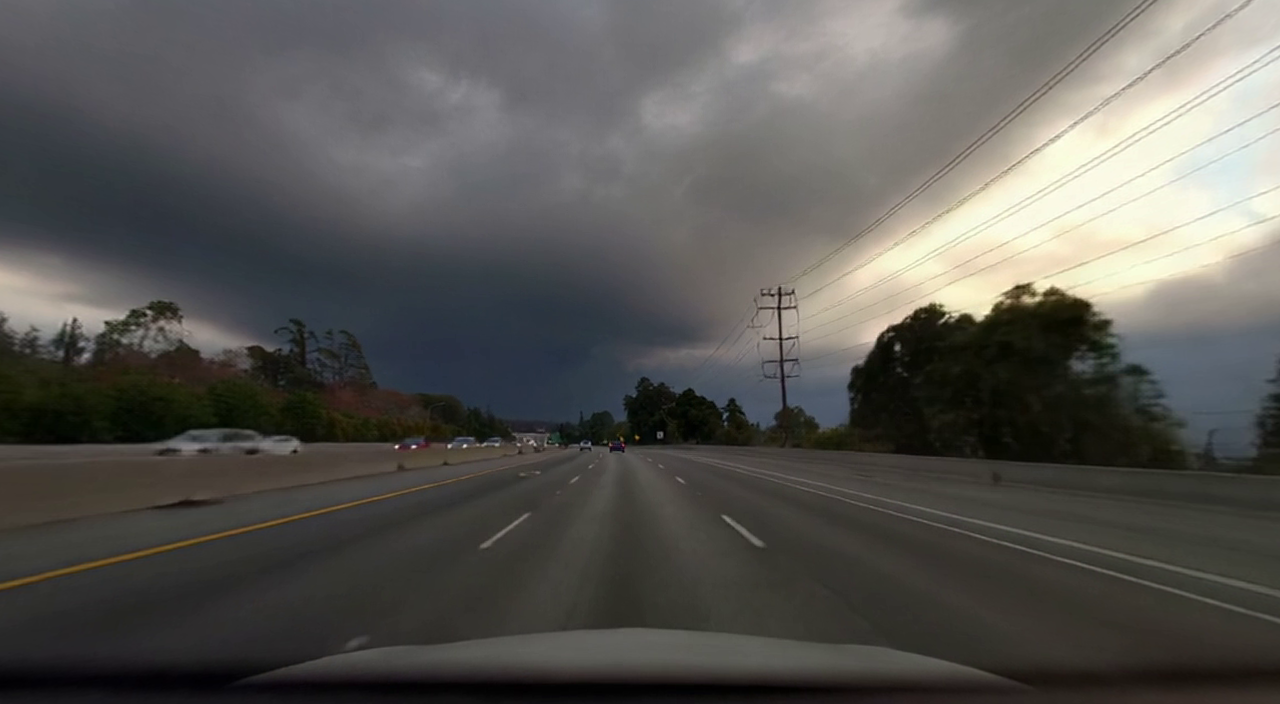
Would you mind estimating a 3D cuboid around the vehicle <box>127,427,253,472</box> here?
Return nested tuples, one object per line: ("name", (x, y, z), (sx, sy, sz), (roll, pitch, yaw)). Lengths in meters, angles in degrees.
("vehicle", (-18.571, 4.054, 26.397), (1.965, 1.682, 4.576), (0, -8, -2))
